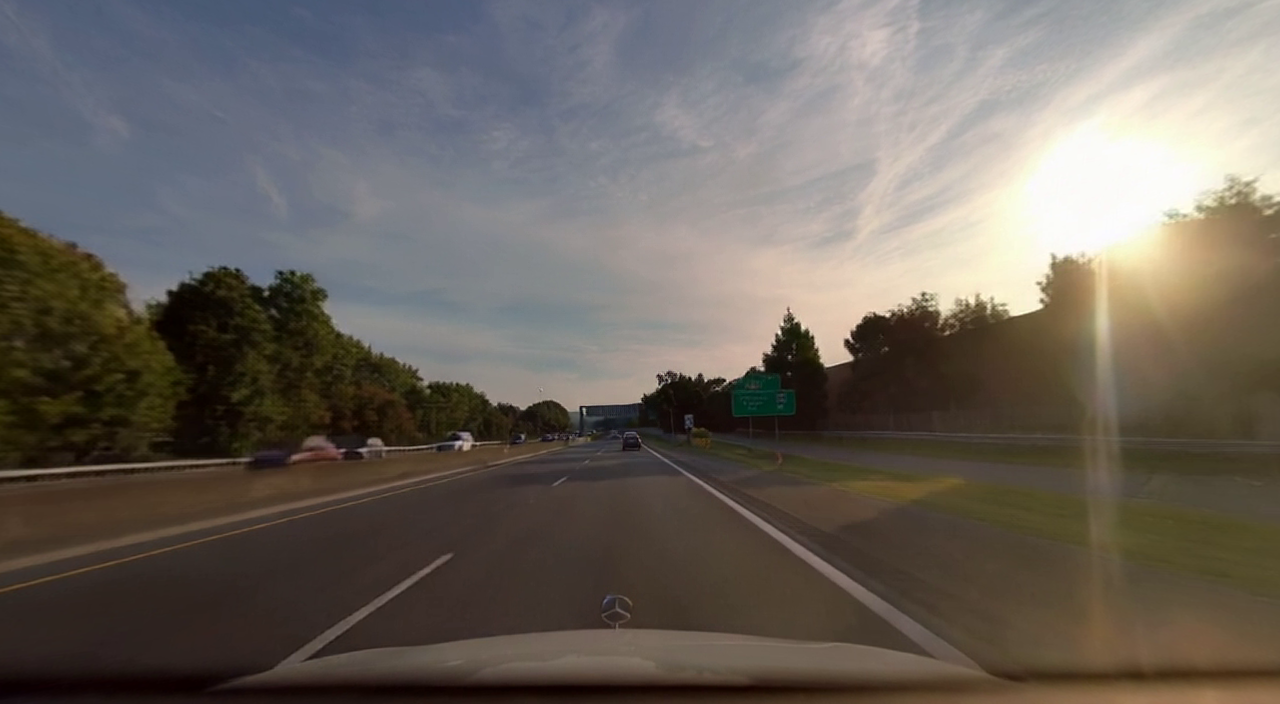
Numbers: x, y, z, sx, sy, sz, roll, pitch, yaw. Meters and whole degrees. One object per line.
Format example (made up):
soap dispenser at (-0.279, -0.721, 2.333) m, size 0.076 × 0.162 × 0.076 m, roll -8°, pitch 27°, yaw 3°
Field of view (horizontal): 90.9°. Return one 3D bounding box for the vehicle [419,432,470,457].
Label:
vehicle at (-13.256, 6.295, 42.972) m, size 1.998 × 1.592 × 4.662 m, roll 0°, pitch -8°, yaw -1°

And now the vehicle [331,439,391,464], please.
vehicle at (-17.773, 6.320, 40.330) m, size 1.837 × 1.492 × 4.519 m, roll 0°, pitch -8°, yaw -1°

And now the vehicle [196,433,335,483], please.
vehicle at (-12.777, 3.605, 21.934) m, size 2.094 × 1.531 × 4.596 m, roll 0°, pitch -8°, yaw -1°
